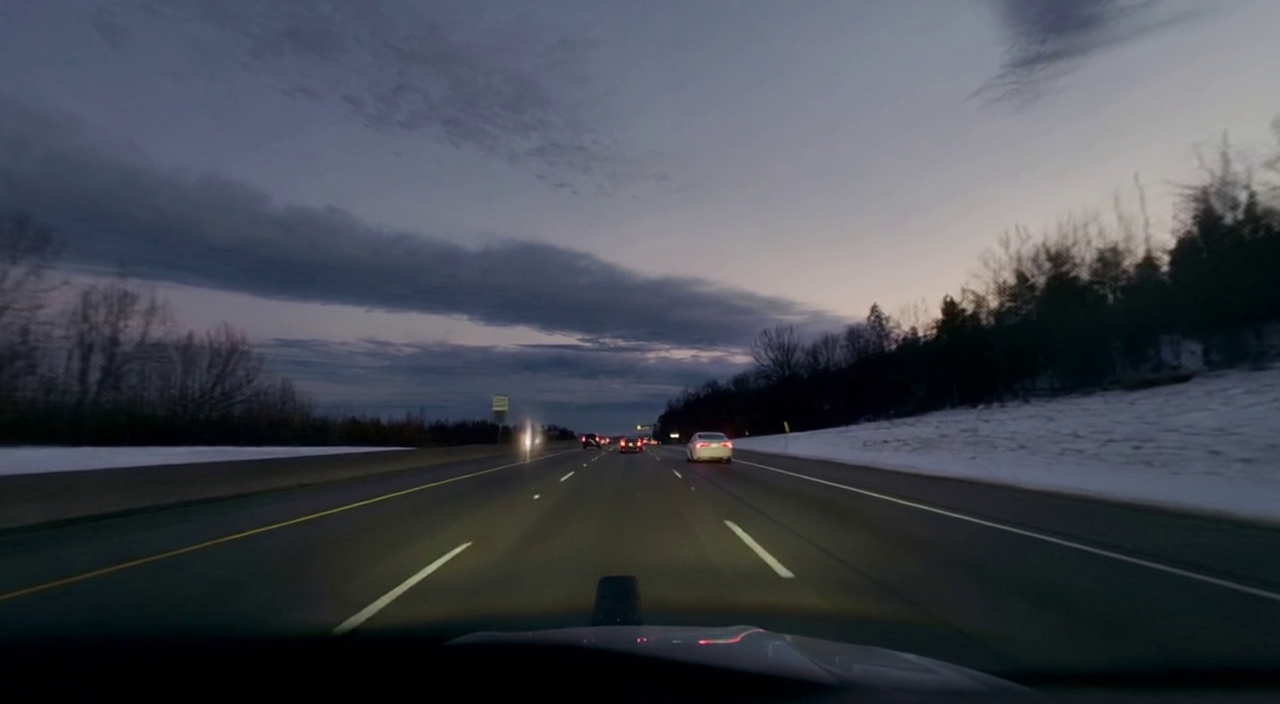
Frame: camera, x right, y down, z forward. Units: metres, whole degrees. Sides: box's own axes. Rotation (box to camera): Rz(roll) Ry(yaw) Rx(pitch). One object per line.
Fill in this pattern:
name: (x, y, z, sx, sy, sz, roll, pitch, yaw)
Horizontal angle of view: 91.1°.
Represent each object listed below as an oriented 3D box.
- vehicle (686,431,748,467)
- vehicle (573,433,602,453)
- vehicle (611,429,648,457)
vehicle: (3.382, 4.338, 28.479, 2.056, 1.479, 4.660, 0, -8, -2)
vehicle: (-4.087, 7.169, 49.760, 2.041, 1.546, 4.080, 0, -8, -1)
vehicle: (-0.658, 5.708, 39.529, 2.182, 1.680, 4.253, 0, -8, -1)
